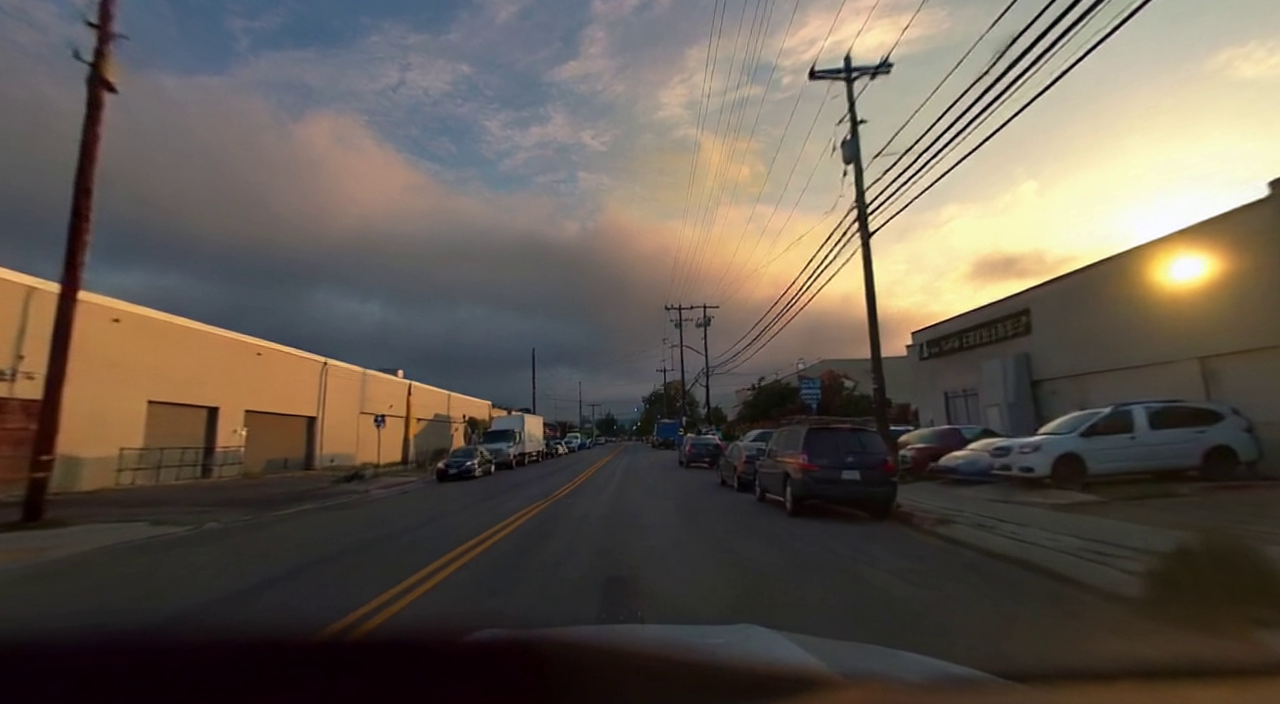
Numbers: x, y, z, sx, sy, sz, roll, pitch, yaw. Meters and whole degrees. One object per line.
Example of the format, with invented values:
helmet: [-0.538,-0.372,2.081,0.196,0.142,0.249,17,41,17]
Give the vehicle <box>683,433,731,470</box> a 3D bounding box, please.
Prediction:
vehicle: [3.595,5.444,34.644,2.026,1.857,4.699,1,-8,-1]

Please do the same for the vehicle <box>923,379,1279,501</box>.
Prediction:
vehicle: [10.925,2.015,14.754,7.236,2.219,2.674,-3,-8,-1]

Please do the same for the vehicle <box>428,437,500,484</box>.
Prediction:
vehicle: [-7.918,4.934,28.876,2.123,1.802,4.486,-4,-9,-2]

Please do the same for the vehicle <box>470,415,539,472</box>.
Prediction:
vehicle: [-8.242,5.698,39.395,2.832,3.101,7.143,-1,-8,-1]

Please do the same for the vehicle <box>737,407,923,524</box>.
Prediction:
vehicle: [3.698,2.375,13.822,2.333,1.967,6.008,0,-8,1]
